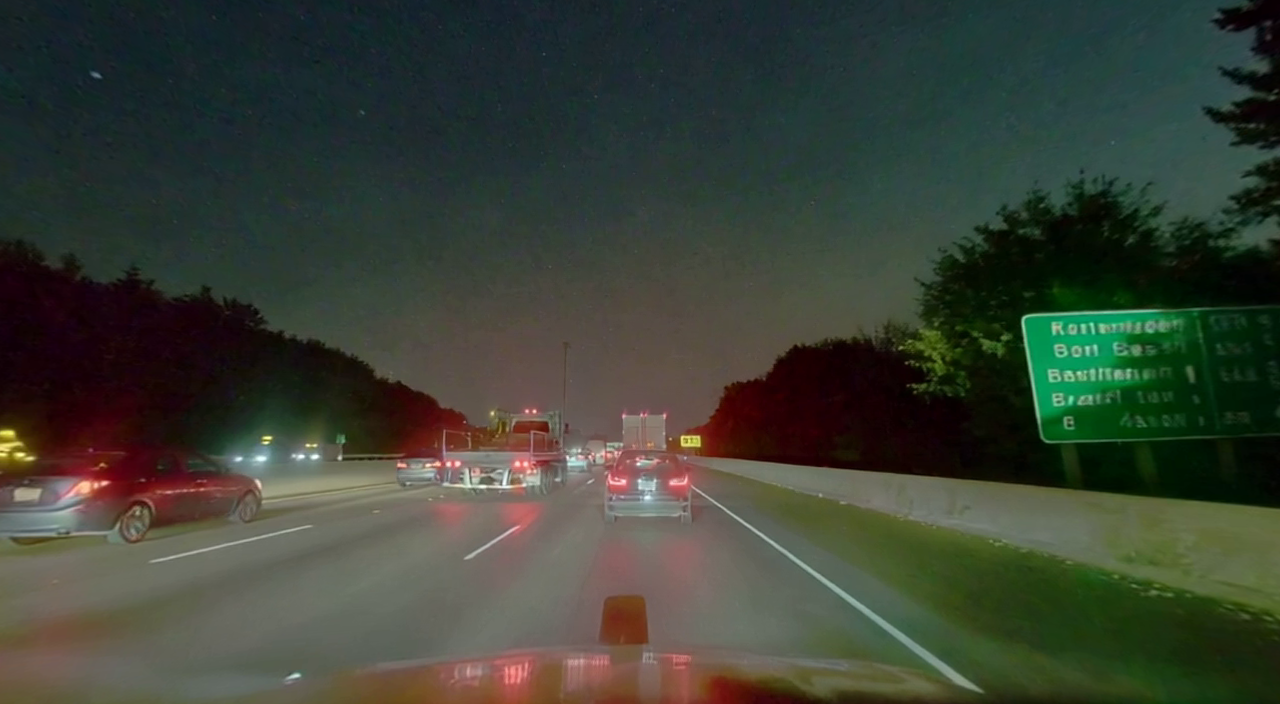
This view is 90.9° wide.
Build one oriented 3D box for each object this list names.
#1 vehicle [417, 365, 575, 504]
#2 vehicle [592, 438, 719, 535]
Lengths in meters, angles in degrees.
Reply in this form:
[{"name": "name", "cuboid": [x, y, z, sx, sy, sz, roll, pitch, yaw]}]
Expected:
[{"name": "vehicle", "cuboid": [-3.844, 2.567, 19.045, 2.832, 3.293, 7.782, 0, -9, 1]}, {"name": "vehicle", "cuboid": [0.238, 2.390, 11.694, 1.995, 1.495, 3.380, 0, -9, 0]}]
